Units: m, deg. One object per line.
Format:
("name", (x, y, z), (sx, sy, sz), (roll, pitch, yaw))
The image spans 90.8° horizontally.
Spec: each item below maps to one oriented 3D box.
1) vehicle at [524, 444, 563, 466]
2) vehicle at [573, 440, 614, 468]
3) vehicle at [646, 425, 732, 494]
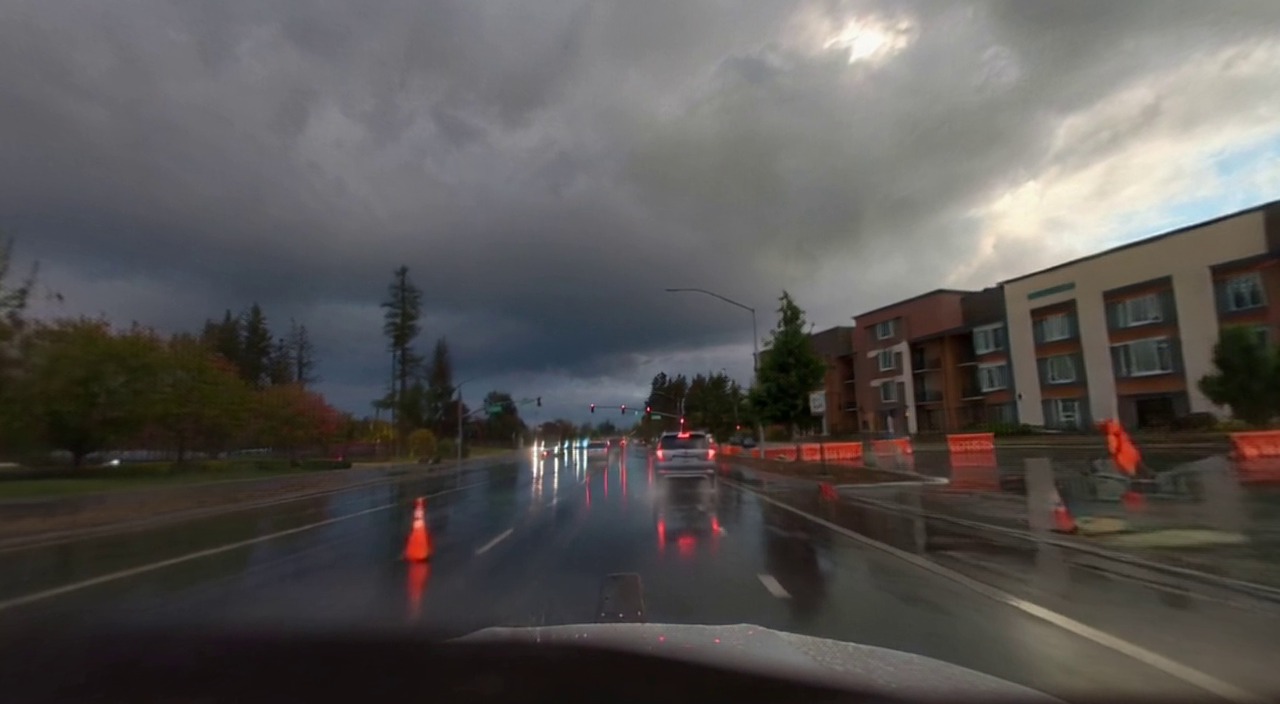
("vehicle", (-6.862, 7.354, 45.451), (1.928, 1.488, 4.635), (0, -8, 2))
("vehicle", (-2.826, 6.322, 39.378), (2.121, 1.654, 3.993), (0, -8, 1))
("vehicle", (1.325, 3.189, 19.047), (2.197, 1.835, 4.316), (0, -8, 0))
